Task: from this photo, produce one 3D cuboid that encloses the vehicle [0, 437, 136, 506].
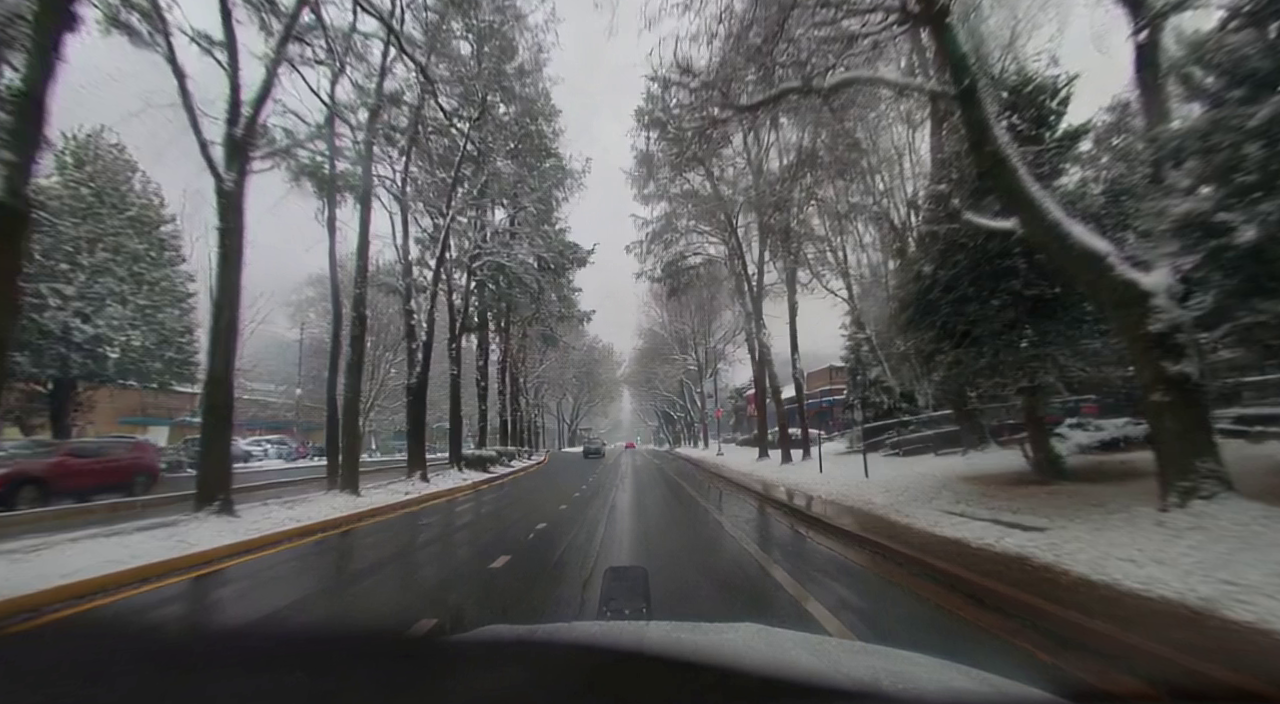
[{"bbox_3d":[-15.804,3.000,16.193,1.964,1.575,4.630,0,-8,-2],"label":"vehicle"}]
